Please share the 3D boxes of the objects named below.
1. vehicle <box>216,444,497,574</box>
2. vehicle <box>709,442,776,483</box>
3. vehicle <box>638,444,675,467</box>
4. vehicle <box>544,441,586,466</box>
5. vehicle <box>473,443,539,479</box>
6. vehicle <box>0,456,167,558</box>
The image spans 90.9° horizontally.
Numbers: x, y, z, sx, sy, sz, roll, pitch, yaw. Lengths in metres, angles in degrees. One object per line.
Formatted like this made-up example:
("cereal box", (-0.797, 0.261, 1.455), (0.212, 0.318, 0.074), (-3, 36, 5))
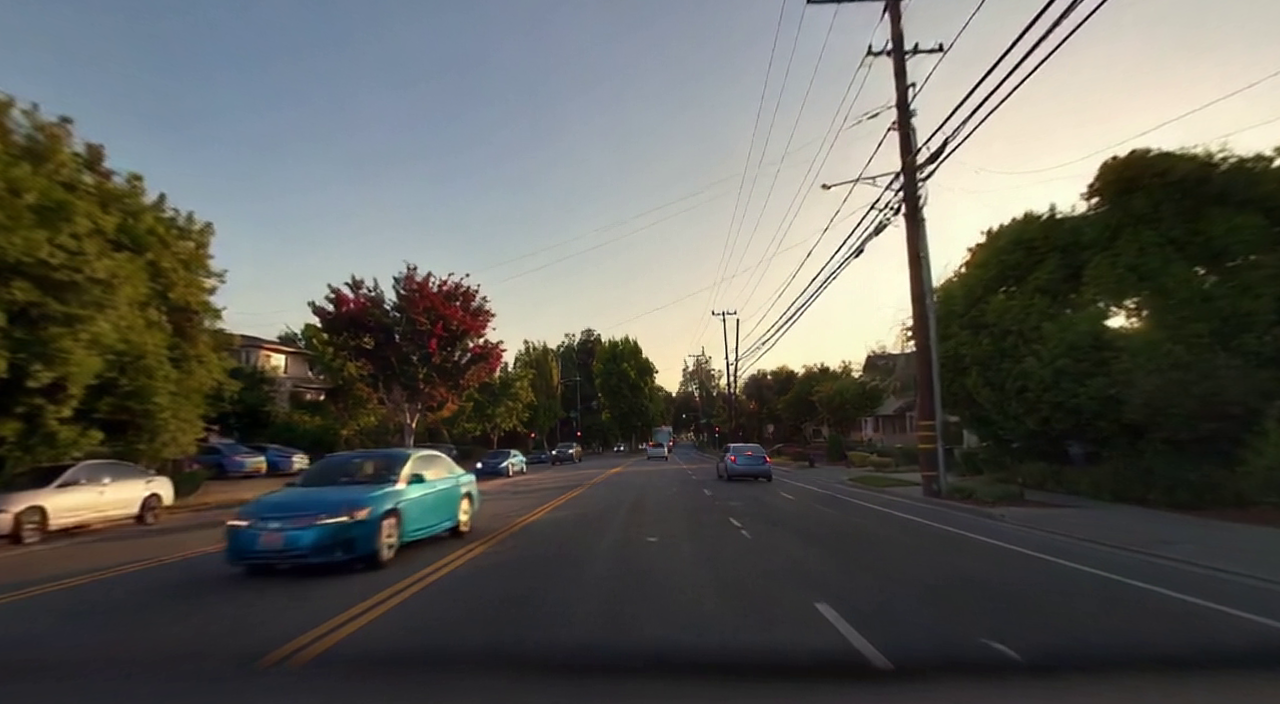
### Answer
("vehicle", (-3.539, 2.015, 9.015), (1.892, 1.354, 4.476), (0, -8, 1))
("vehicle", (4.018, 4.386, 25.470), (1.951, 1.479, 4.487), (0, -8, 0))
("vehicle", (1.115, 6.742, 41.293), (2.298, 1.359, 4.081), (-1, -8, 2))
("vehicle", (-5.667, 7.737, 48.161), (2.303, 1.789, 5.423), (-1, -8, 3))
("vehicle", (-6.440, 5.274, 30.837), (1.997, 1.566, 4.637), (-1, -8, 3))
("vehicle", (-10.526, 2.529, 10.523), (1.807, 1.451, 4.367), (-1, -8, 1))
